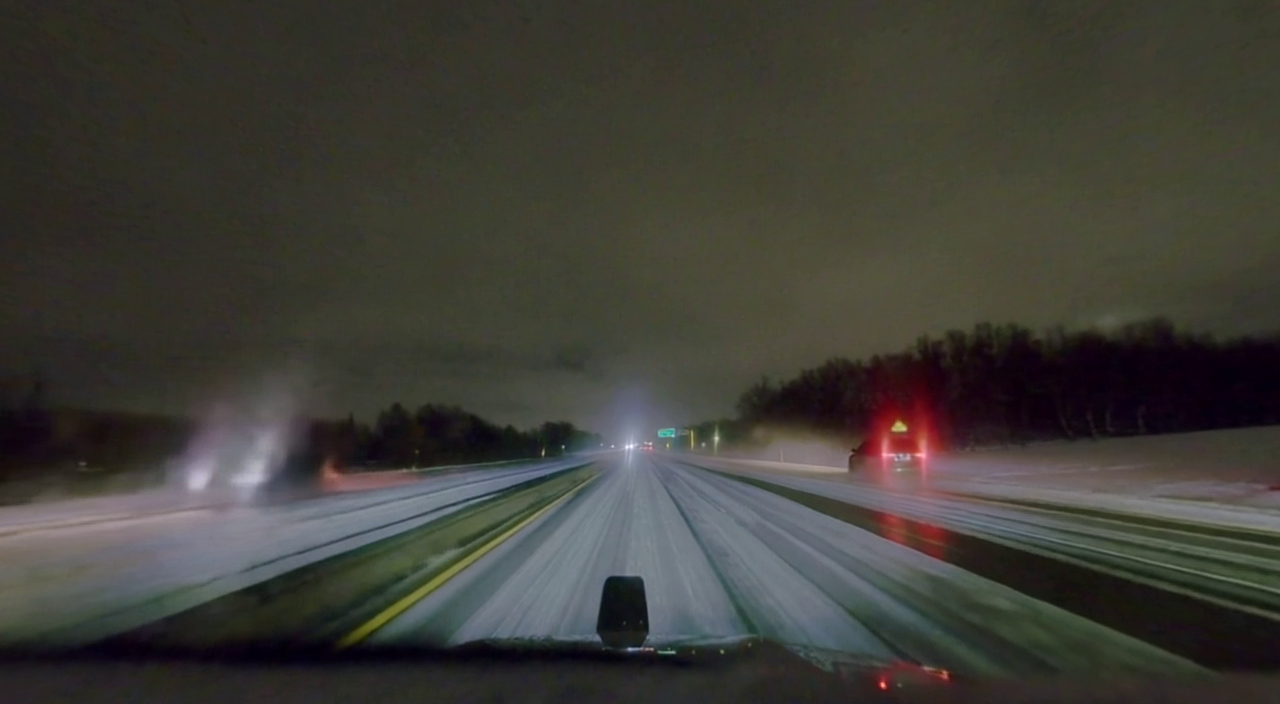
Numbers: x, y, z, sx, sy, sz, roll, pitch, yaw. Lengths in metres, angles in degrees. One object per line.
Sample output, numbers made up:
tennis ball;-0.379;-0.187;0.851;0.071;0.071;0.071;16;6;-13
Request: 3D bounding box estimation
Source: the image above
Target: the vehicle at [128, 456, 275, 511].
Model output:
vehicle;-14.283;4.258;20.880;1.950;1.528;3.992;0;-8;0
